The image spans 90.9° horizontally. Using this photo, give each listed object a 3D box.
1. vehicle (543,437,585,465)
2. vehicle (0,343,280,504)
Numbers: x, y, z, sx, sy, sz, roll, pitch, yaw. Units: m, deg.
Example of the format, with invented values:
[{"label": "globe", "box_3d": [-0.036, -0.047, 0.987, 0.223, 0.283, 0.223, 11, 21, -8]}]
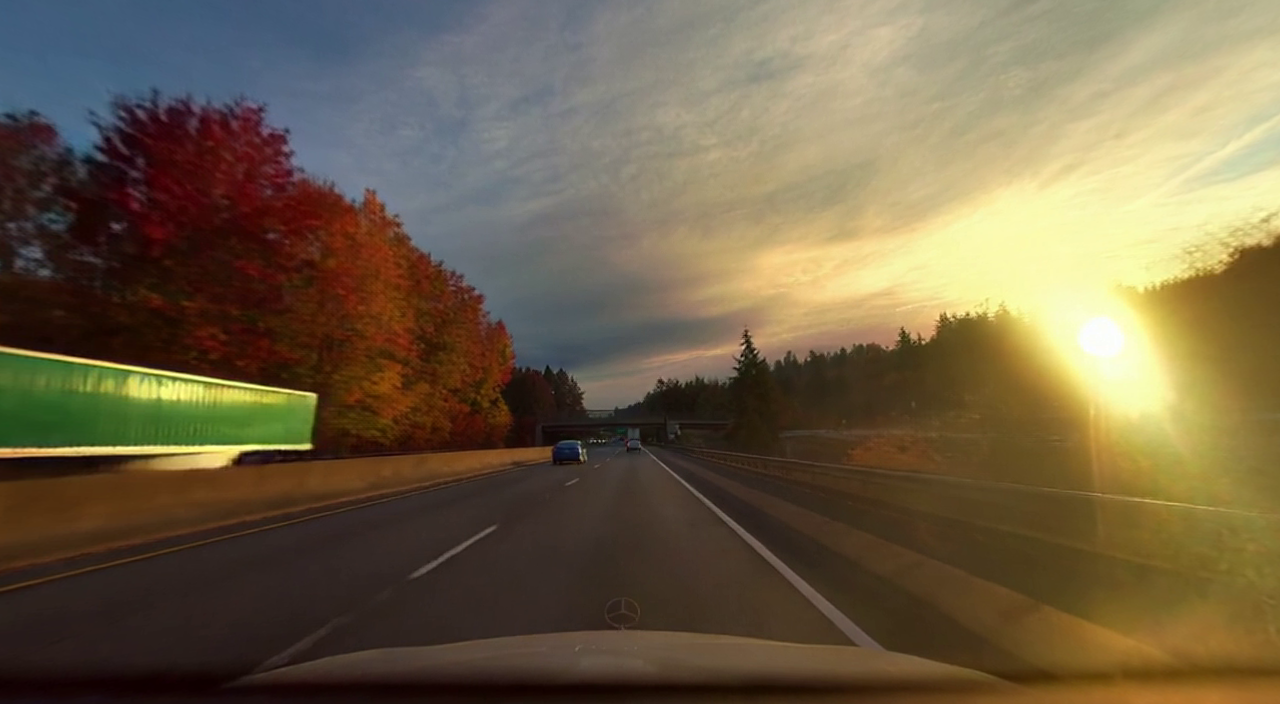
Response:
[{"label": "vehicle", "box_3d": [-4.537, 5.982, 38.089, 2.002, 1.553, 4.247, 0, -8, 0]}, {"label": "vehicle", "box_3d": [-17.089, 2.467, 20.287, 2.878, 3.898, 13.768, 0, -8, 0]}]
